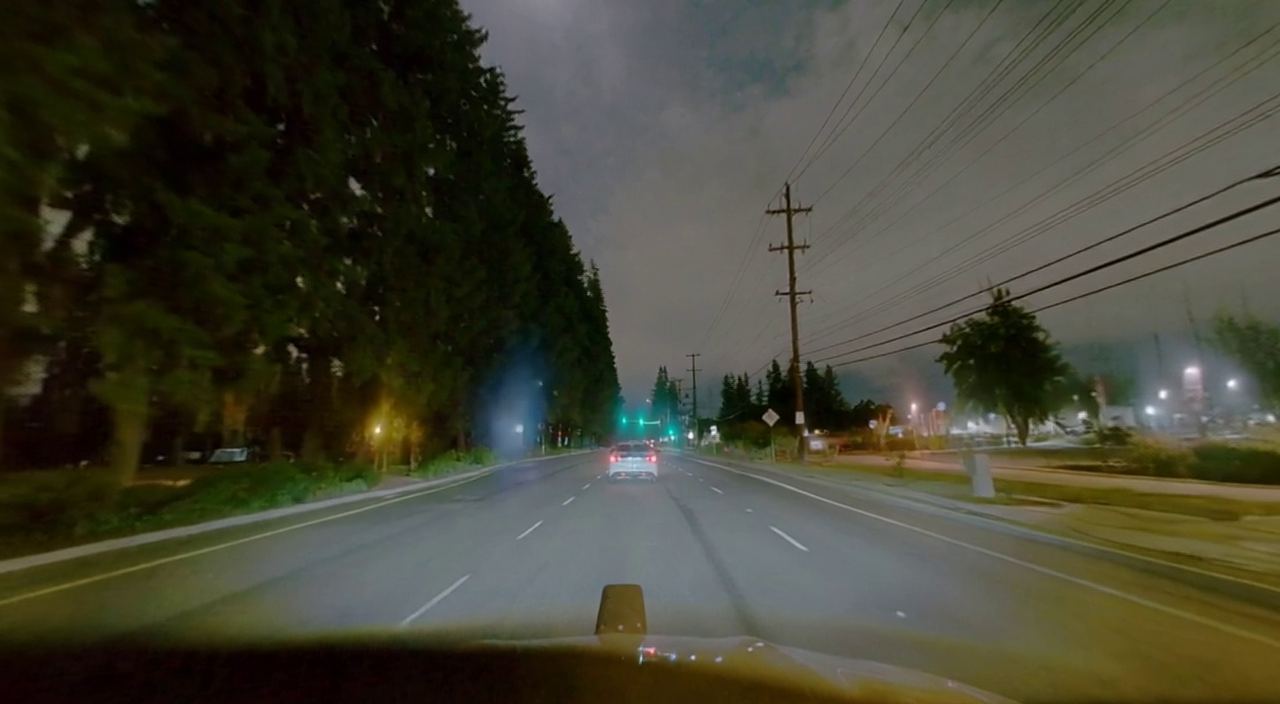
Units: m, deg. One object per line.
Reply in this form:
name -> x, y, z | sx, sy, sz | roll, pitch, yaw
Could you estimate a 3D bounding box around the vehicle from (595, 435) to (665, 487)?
vehicle -> -0.280, 3.433, 20.085 | 1.991, 1.463, 3.988 | 0, -8, 0
